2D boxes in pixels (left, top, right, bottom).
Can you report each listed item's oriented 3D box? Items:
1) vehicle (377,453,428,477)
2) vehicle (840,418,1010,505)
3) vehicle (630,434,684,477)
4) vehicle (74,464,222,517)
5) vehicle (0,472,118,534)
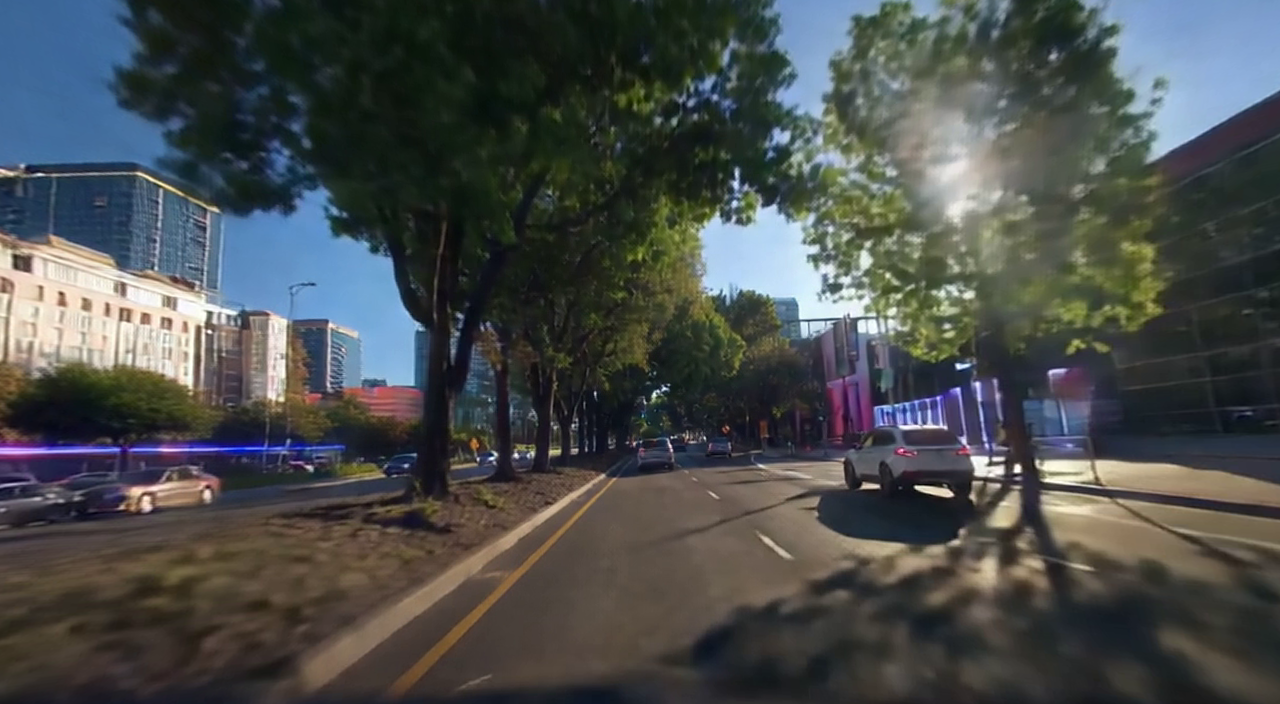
[{"bbox_3d":[-17.991,8.579,47.938,1.947,1.609,4.589,-1,-8,2],"label":"vehicle"},{"bbox_3d":[6.715,2.631,15.578,1.963,1.783,4.722,0,-8,0],"label":"vehicle"},{"bbox_3d":[0.680,4.379,26.900,2.125,1.669,3.880,0,-8,0],"label":"vehicle"},{"bbox_3d":[-18.396,5.149,23.906,1.866,1.659,4.597,0,-8,0],"label":"vehicle"},{"bbox_3d":[-18.543,4.483,18.910,1.817,1.540,4.548,0,-8,1],"label":"vehicle"}]
